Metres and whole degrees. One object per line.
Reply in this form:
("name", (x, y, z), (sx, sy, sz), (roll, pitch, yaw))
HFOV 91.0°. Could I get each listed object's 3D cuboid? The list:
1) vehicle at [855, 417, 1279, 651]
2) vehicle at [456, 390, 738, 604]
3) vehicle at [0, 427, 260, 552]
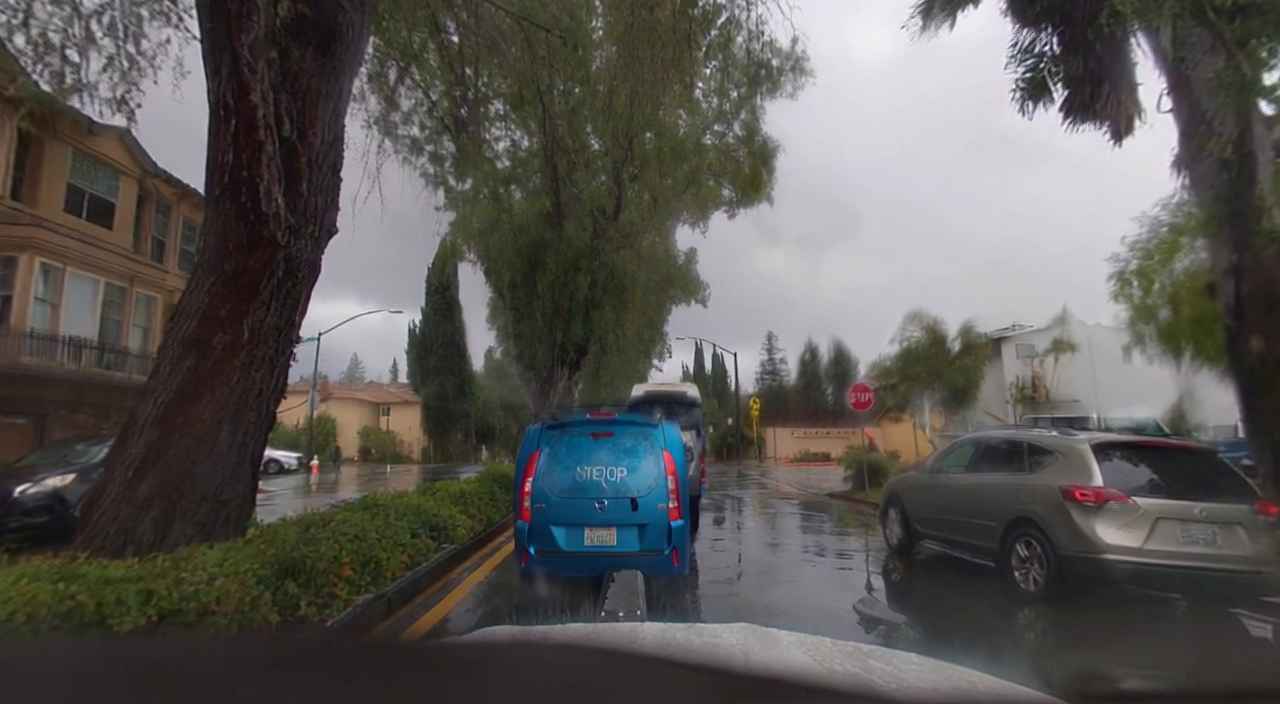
("vehicle", (4.218, 1.680, 6.906), (1.959, 1.581, 4.731), (4, -9, -2))
("vehicle", (-0.370, 1.569, 7.720), (2.377, 1.787, 4.652), (0, -8, 0))
("vehicle", (-8.292, 2.019, 10.053), (1.825, 1.532, 4.083), (-3, -7, 2))
